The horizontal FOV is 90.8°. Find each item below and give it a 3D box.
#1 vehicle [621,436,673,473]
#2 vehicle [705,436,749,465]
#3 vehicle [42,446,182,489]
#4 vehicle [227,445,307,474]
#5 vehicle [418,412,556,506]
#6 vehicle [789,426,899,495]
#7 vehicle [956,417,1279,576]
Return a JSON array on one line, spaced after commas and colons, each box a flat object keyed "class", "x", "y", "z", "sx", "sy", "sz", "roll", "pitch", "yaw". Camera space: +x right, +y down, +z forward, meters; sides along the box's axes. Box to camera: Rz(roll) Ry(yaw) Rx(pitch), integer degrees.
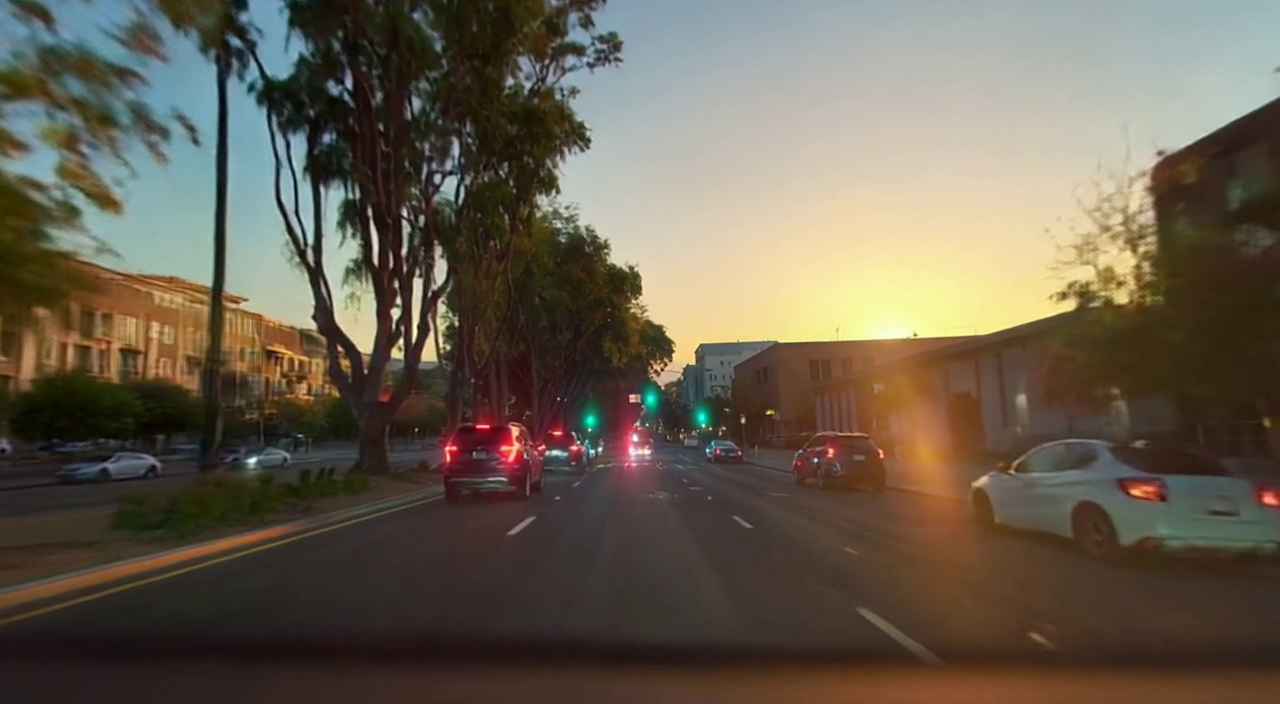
[{"class": "vehicle", "x": 0.262, "y": 4.796, "z": 29.711, "sx": 2.201, "sy": 1.589, "sz": 3.843, "roll": 0, "pitch": -9, "yaw": -3}, {"class": "vehicle", "x": 5.986, "y": 6.868, "z": 44.113, "sx": 2.300, "sy": 1.903, "sz": 4.579, "roll": 0, "pitch": -9, "yaw": -2}, {"class": "vehicle", "x": -22.215, "y": 4.832, "z": 26.888, "sx": 1.910, "sy": 1.632, "sz": 4.624, "roll": 0, "pitch": -9, "yaw": 1}, {"class": "vehicle", "x": -22.436, "y": 6.476, "z": 38.195, "sx": 2.148, "sy": 1.607, "sz": 4.428, "roll": 0, "pitch": -9, "yaw": -1}, {"class": "vehicle", "x": -3.548, "y": 2.611, "z": 15.769, "sx": 2.223, "sy": 1.957, "sz": 4.845, "roll": 0, "pitch": -9, "yaw": 0}, {"class": "vehicle", "x": 6.393, "y": 3.452, "z": 20.423, "sx": 1.997, "sy": 1.943, "sz": 4.409, "roll": 0, "pitch": -9, "yaw": -1}, {"class": "vehicle", "x": 6.631, "y": 1.894, "z": 9.014, "sx": 2.164, "sy": 1.727, "sz": 3.955, "roll": 0, "pitch": -9, "yaw": 0}]
